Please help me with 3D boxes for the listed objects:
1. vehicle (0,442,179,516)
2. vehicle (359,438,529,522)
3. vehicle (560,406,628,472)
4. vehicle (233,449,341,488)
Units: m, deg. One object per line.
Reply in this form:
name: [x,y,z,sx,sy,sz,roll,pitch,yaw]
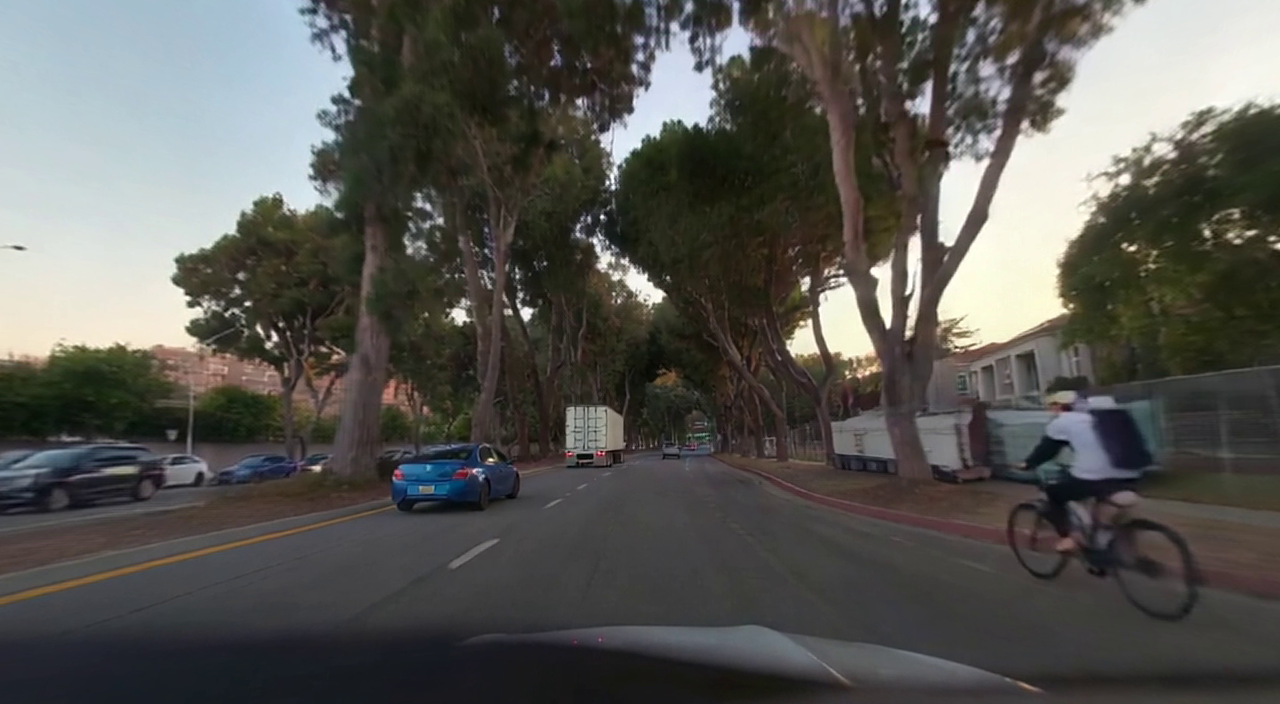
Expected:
vehicle: [-15.071,3.279,16.857,1.946,1.688,4.560,0,-8,0]
vehicle: [-3.846,2.575,13.306,2.005,1.462,4.345,-1,-8,3]
vehicle: [-2.389,4.955,35.768,2.746,3.276,8.572,-1,-8,3]
vehicle: [-15.092,4.967,27.297,1.837,1.464,4.728,-1,-8,2]
